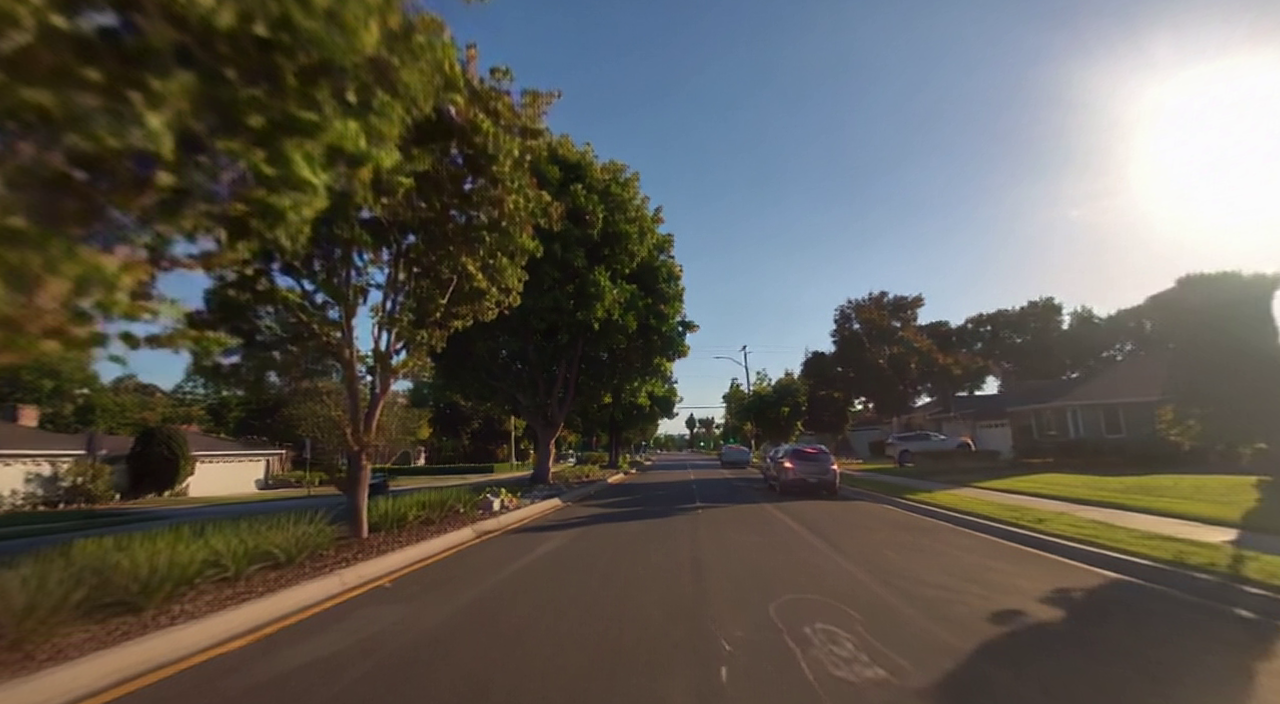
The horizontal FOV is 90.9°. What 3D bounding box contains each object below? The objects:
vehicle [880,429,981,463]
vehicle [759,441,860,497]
[{"bbox_3d":[13.634,4.448,29.766,3.827,1.512,1.855,-1,-8,5],"label":"vehicle"},{"bbox_3d":[5.119,3.558,19.723,1.979,1.524,4.578,0,-8,1],"label":"vehicle"}]
